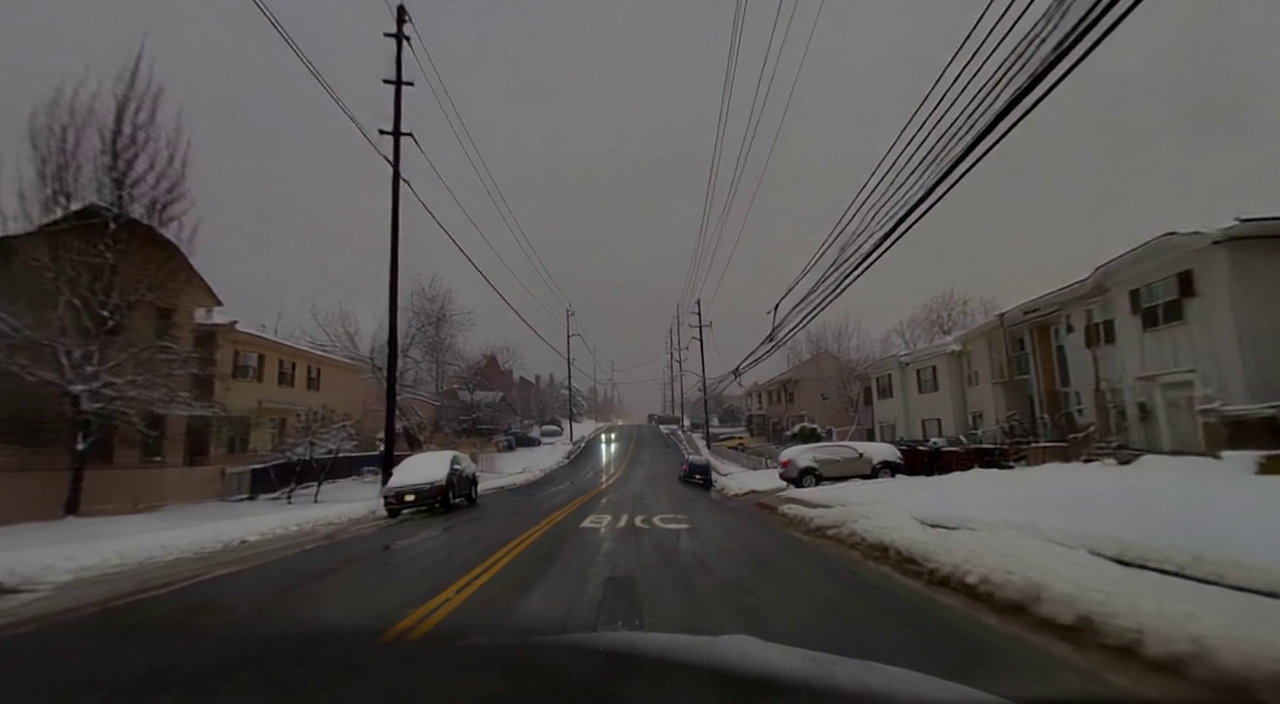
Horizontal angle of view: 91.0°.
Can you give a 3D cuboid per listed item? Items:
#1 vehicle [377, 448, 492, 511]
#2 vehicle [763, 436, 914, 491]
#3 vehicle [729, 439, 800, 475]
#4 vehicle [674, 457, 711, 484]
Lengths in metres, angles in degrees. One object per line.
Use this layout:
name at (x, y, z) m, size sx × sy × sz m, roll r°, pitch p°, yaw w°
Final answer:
vehicle at (-6.553, 4.217, 20.683) m, size 2.156 × 1.764 × 4.410 m, roll -2°, pitch -12°, yaw 2°
vehicle at (8.184, 4.638, 26.369) m, size 5.512 × 1.846 × 2.115 m, roll -3°, pitch -9°, yaw 1°
vehicle at (8.388, 7.128, 42.807) m, size 4.286 × 2.044 × 1.913 m, roll -4°, pitch -8°, yaw 0°
vehicle at (3.149, 7.239, 38.634) m, size 2.063 × 1.503 × 4.415 m, roll 0°, pitch -9°, yaw 2°
